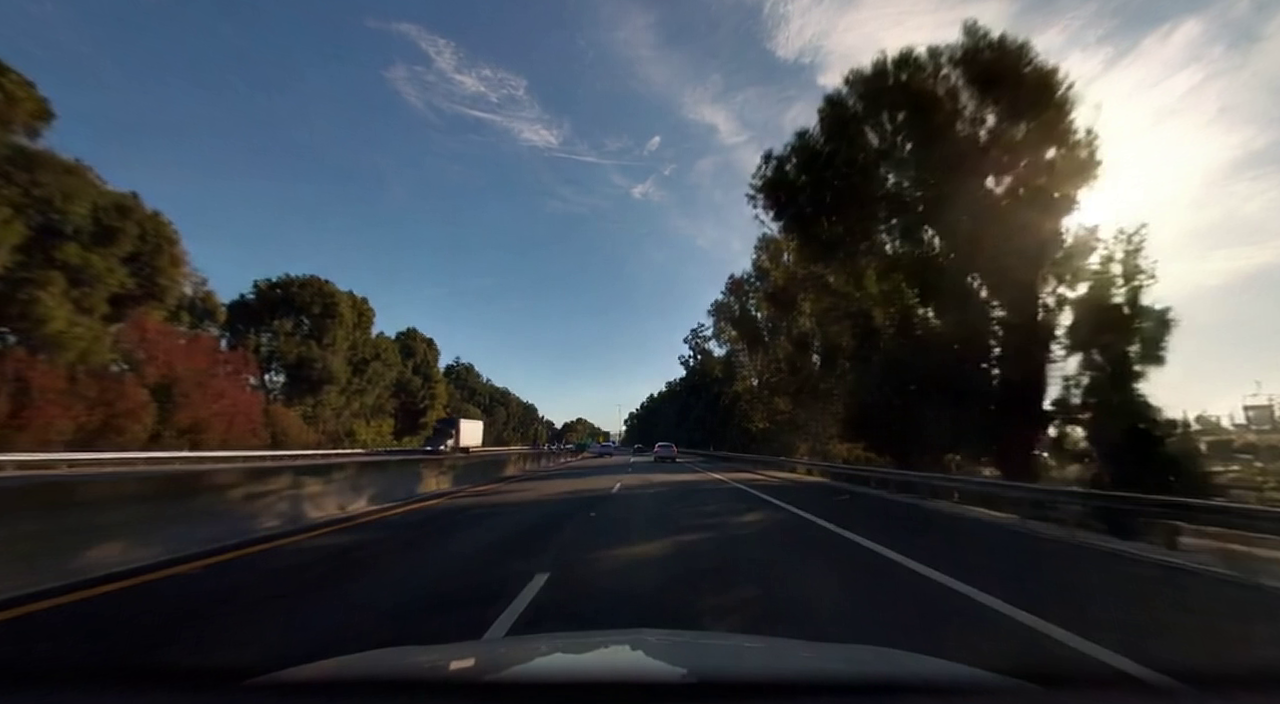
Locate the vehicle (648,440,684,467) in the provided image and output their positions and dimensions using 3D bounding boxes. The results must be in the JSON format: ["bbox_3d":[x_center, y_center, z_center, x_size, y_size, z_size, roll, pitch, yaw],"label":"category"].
[{"bbox_3d":[1.479,6.005,37.415,1.966,1.542,3.979,0,-8,0],"label":"vehicle"}]

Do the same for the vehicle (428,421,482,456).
[{"bbox_3d":[-14.233,6.729,48.870,2.284,2.508,5.912,0,-8,1],"label":"vehicle"}]

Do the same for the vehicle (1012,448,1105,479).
[{"bbox_3d":[23.072,6.127,34.869,1.938,1.534,4.006,2,-8,-11],"label":"vehicle"}]
